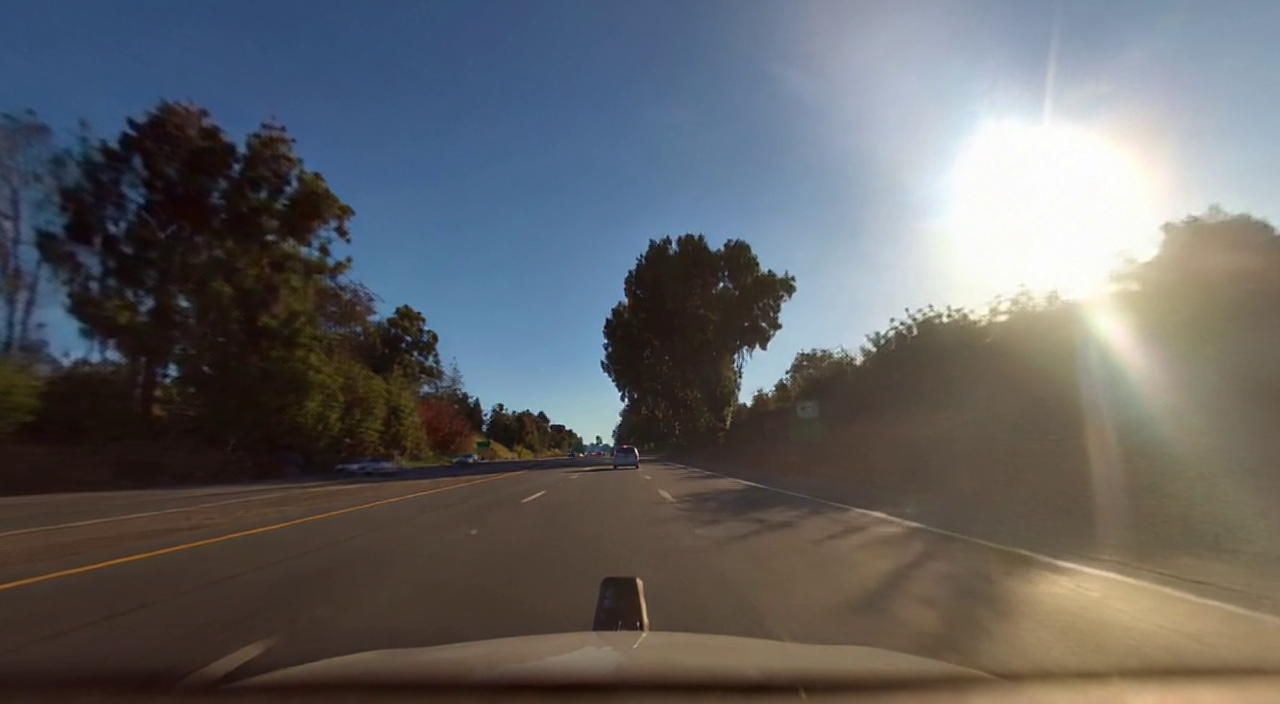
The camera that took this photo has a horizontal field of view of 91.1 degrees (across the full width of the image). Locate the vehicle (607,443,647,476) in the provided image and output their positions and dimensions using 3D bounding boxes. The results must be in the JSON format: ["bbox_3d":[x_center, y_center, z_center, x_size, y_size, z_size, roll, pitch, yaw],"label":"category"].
[{"bbox_3d":[-0.674,6.099,35.815,2.120,1.715,4.153,0,-9,0],"label":"vehicle"}]
